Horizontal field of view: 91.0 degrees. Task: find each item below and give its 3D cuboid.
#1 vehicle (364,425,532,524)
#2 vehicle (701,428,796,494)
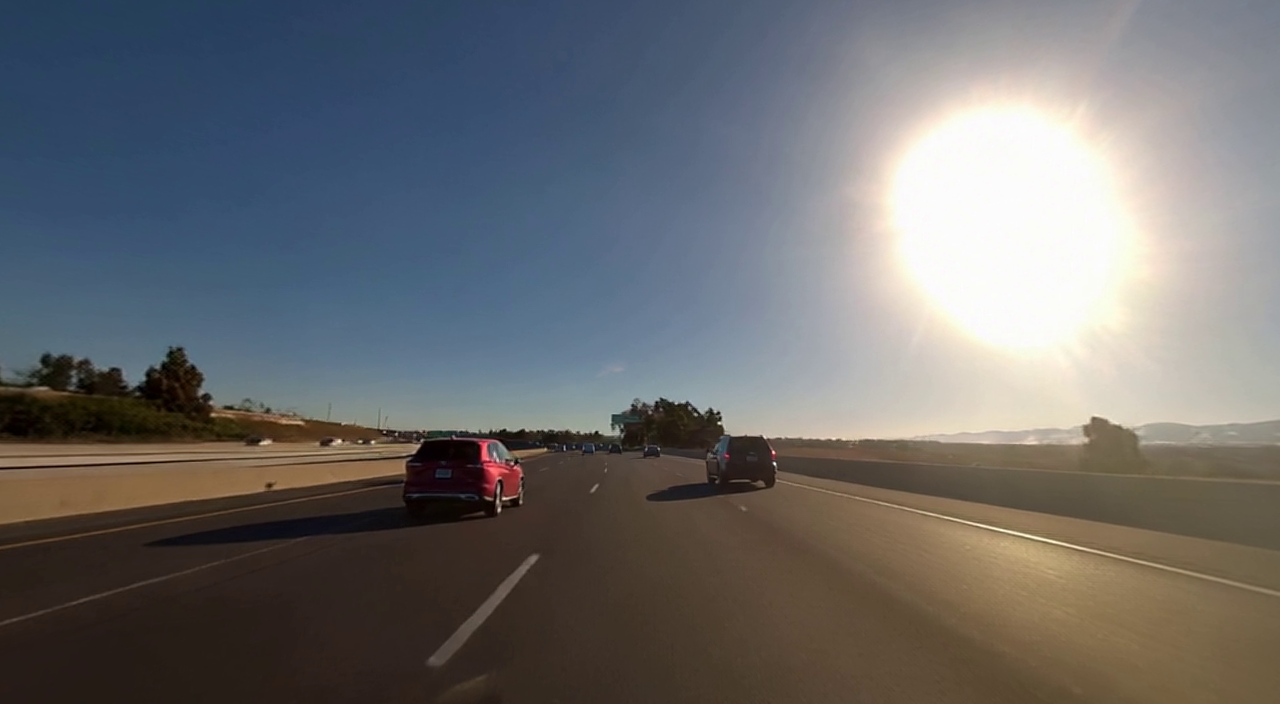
[{"bbox_3d":[-3.832,2.554,13.613,2.214,1.743,4.465,0,-9,0],"label":"vehicle"},{"bbox_3d":[3.341,3.481,20.384,2.153,1.860,4.689,0,-9,-1],"label":"vehicle"}]
